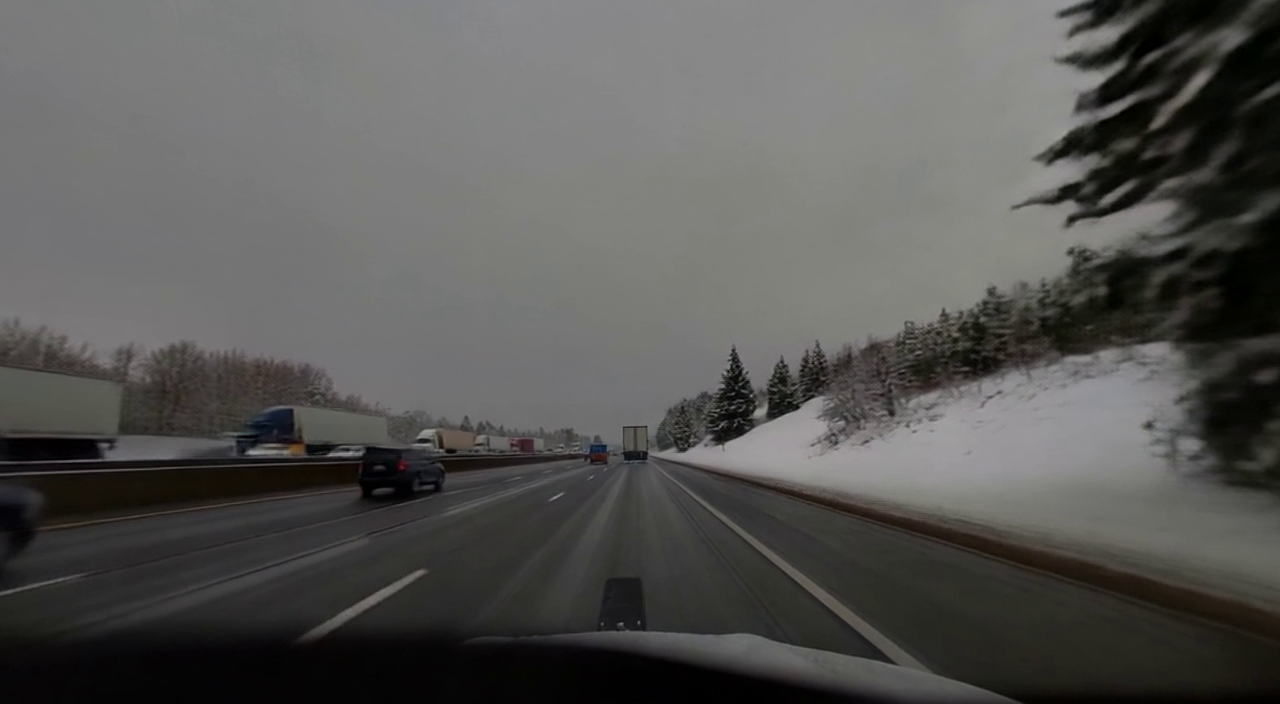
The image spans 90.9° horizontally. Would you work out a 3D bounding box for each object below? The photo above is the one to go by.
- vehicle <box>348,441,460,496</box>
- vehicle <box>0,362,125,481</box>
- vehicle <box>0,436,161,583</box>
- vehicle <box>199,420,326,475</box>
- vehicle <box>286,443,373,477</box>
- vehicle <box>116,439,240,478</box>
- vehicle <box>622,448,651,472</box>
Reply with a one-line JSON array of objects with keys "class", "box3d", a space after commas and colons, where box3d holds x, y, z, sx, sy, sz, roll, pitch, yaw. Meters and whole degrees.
[{"class": "vehicle", "box3d": [-7.714, 3.838, 21.150, 2.004, 1.629, 4.506, 0, -9, 0]}, {"class": "vehicle", "box3d": [-23.686, 2.120, 20.007, 2.846, 4.080, 14.228, 0, -9, -1]}, {"class": "vehicle", "box3d": [-7.313, 1.536, 6.051, 1.895, 1.446, 4.456, 0, -9, 0]}, {"class": "vehicle", "box3d": [-19.444, 4.994, 33.026, 2.599, 2.572, 6.600, 0, -9, 0]}, {"class": "vehicle", "box3d": [-14.767, 5.153, 30.295, 1.817, 1.508, 4.734, 0, -9, -1]}, {"class": "vehicle", "box3d": [-19.263, 4.458, 26.554, 1.989, 1.505, 4.352, 0, -9, -1]}, {"class": "vehicle", "box3d": [-0.287, 7.795, 45.665, 2.009, 1.657, 3.962, 0, -9, -1]}]
